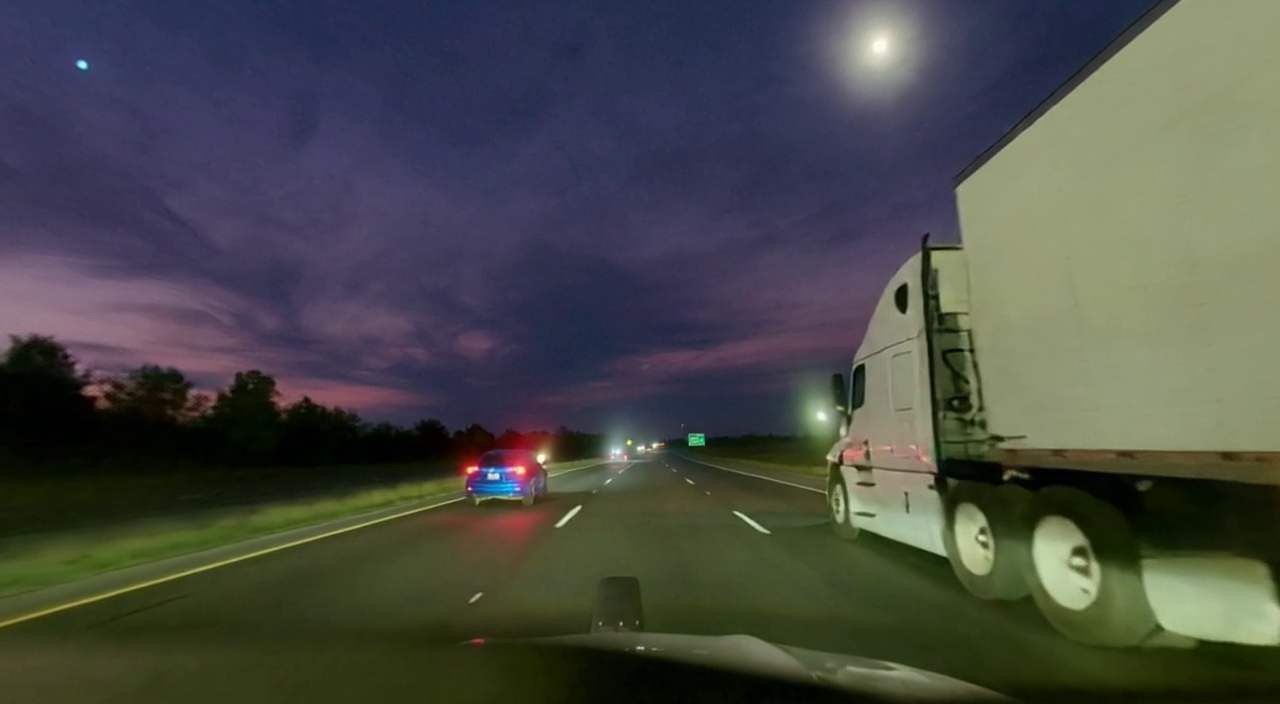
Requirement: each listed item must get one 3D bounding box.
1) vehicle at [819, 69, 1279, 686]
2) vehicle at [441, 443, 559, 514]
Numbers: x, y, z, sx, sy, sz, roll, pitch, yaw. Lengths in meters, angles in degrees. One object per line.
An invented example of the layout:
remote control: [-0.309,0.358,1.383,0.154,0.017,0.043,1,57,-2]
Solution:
vehicle: [4.386,0.463,6.857,3.042,3.890,5.873,0,-9,0]
vehicle: [-3.367,3.122,16.075,1.945,1.537,4.294,0,-9,1]
